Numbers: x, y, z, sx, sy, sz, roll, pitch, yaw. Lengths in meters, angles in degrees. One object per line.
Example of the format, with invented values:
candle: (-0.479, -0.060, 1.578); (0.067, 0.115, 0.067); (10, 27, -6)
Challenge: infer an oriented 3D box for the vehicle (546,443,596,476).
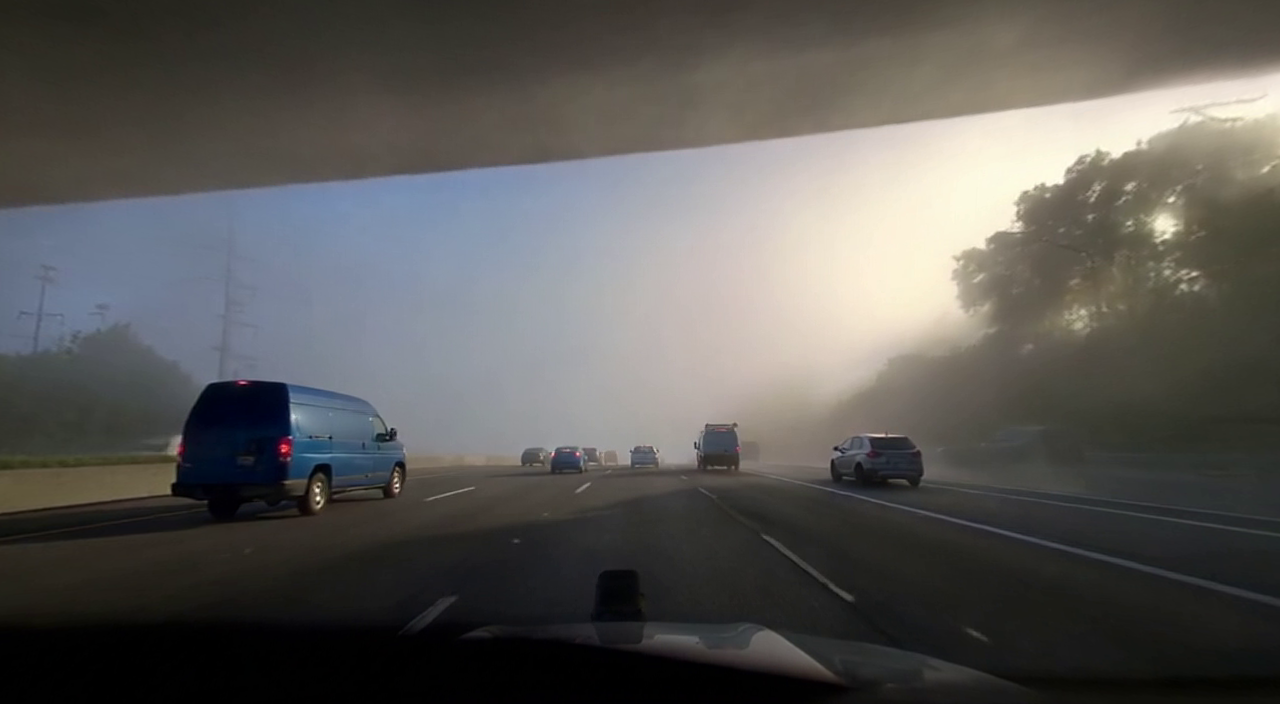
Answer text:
vehicle: (-3.344, 5.288, 31.328); (1.970, 1.483, 4.071); (-1, -8, 1)

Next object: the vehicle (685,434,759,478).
vehicle: (3.720, 4.899, 30.019); (2.777, 1.895, 5.710); (0, -8, 0)

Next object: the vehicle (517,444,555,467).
vehicle: (-7.459, 7.473, 45.635); (1.961, 1.562, 4.301); (0, -8, 1)

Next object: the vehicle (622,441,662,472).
vehicle: (0.115, 5.933, 36.024); (2.115, 1.617, 4.102); (0, -8, 0)

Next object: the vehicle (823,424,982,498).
vehicle: (7.454, 3.175, 18.815); (2.304, 1.840, 5.706); (0, -8, 0)

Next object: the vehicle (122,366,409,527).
vehicle: (-7.527, 2.062, 13.961); (2.336, 2.708, 6.421); (0, -8, 0)
